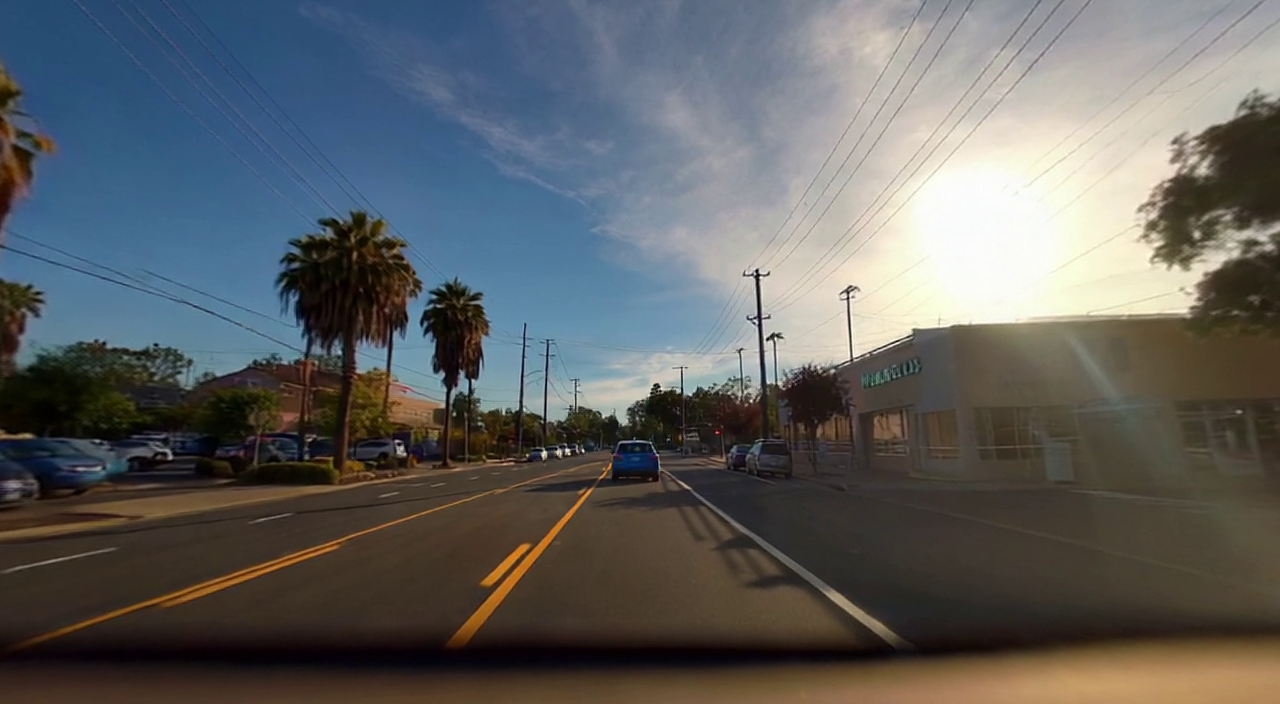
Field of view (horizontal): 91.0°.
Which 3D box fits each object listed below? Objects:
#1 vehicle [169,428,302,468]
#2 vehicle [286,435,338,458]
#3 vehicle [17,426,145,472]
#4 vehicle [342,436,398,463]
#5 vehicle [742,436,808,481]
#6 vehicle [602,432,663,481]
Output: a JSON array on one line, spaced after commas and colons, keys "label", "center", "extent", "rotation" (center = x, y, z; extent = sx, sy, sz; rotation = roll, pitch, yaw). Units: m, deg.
[{"label": "vehicle", "center": [-19.133, 4.543, 29.919], "extent": [4.976, 1.741, 1.986], "rotation": [7, -11, -40]}, {"label": "vehicle", "center": [-23.003, 6.661, 44.291], "extent": [1.829, 1.492, 4.487], "rotation": [1, -9, -8]}, {"label": "vehicle", "center": [-22.109, 3.859, 25.178], "extent": [1.860, 1.656, 4.483], "rotation": [2, -9, -14]}, {"label": "vehicle", "center": [-17.715, 6.404, 41.514], "extent": [2.084, 1.678, 4.707], "rotation": [1, -9, -7]}, {"label": "vehicle", "center": [5.878, 4.699, 27.991], "extent": [1.945, 1.791, 4.460], "rotation": [0, -9, 0]}, {"label": "vehicle", "center": [-0.283, 4.213, 25.611], "extent": [2.264, 1.798, 4.563], "rotation": [0, -8, 0]}]
